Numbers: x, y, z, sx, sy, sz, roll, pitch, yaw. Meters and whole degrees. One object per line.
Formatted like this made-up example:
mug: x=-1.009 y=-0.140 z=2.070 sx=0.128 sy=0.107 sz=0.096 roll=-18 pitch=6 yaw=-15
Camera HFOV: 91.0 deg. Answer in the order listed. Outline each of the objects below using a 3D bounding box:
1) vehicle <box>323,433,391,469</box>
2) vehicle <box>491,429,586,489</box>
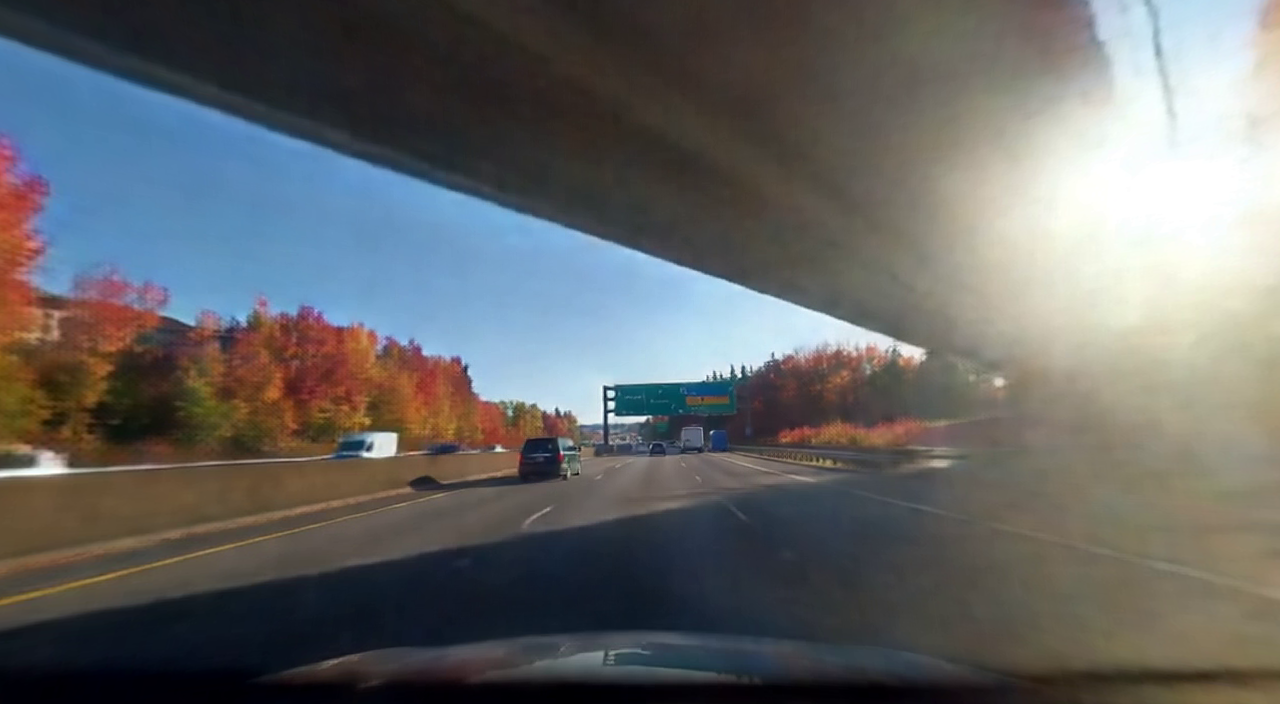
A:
vehicle: x=-22.128 y=7.773 z=49.495 sx=2.310 sy=2.609 sz=5.912 roll=-1 pitch=-8 yaw=3
vehicle: x=-3.107 y=3.395 z=20.309 sx=2.177 sy=1.707 sz=4.432 roll=0 pitch=-8 yaw=2
